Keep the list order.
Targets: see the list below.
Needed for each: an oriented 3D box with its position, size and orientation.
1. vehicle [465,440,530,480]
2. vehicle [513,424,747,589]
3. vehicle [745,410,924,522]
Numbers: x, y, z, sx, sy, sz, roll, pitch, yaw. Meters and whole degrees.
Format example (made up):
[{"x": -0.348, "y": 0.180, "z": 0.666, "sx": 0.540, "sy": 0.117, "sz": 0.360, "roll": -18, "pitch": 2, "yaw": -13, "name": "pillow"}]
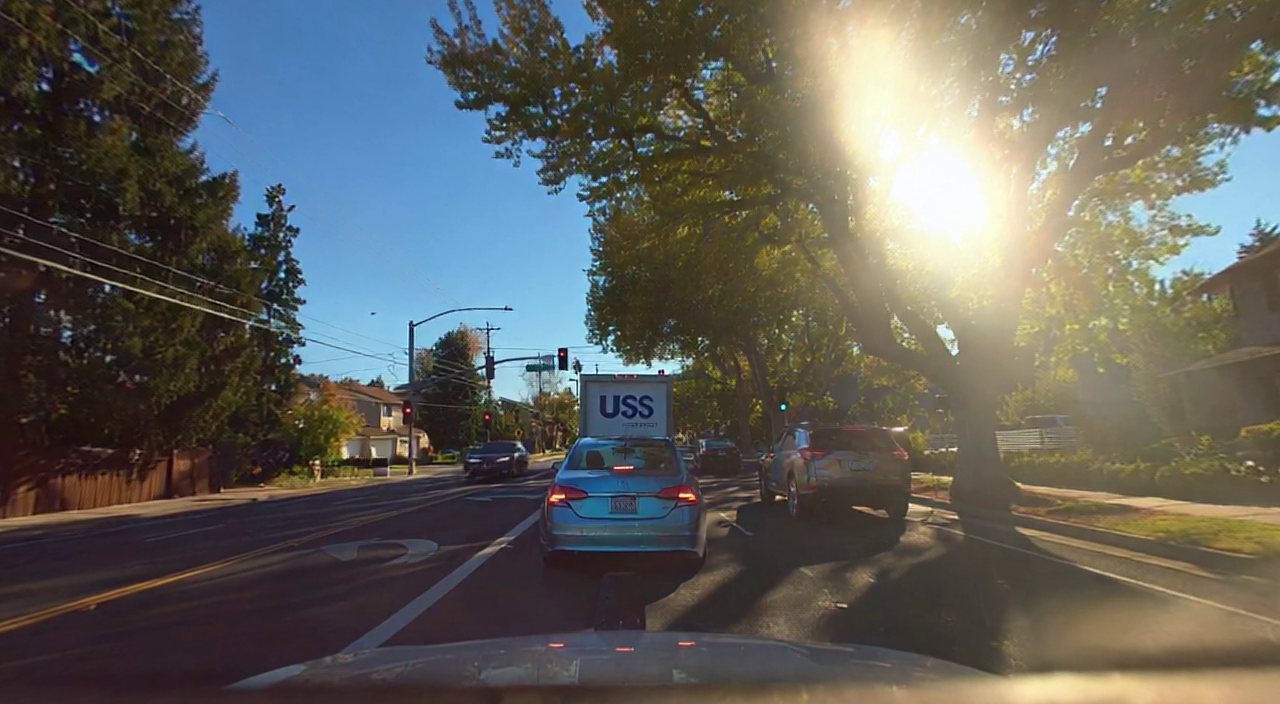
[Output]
[{"x": -6.355, "y": 4.865, "z": 28.680, "sx": 1.962, "sy": 1.640, "sz": 4.161, "roll": 0, "pitch": -8, "yaw": 0, "name": "vehicle"}, {"x": -0.147, "y": 1.721, "z": 7.934, "sx": 2.135, "sy": 1.483, "sz": 4.207, "roll": 0, "pitch": -8, "yaw": -2, "name": "vehicle"}, {"x": 3.605, "y": 2.229, "z": 12.807, "sx": 2.145, "sy": 1.847, "sz": 4.524, "roll": 0, "pitch": -8, "yaw": -1, "name": "vehicle"}]
